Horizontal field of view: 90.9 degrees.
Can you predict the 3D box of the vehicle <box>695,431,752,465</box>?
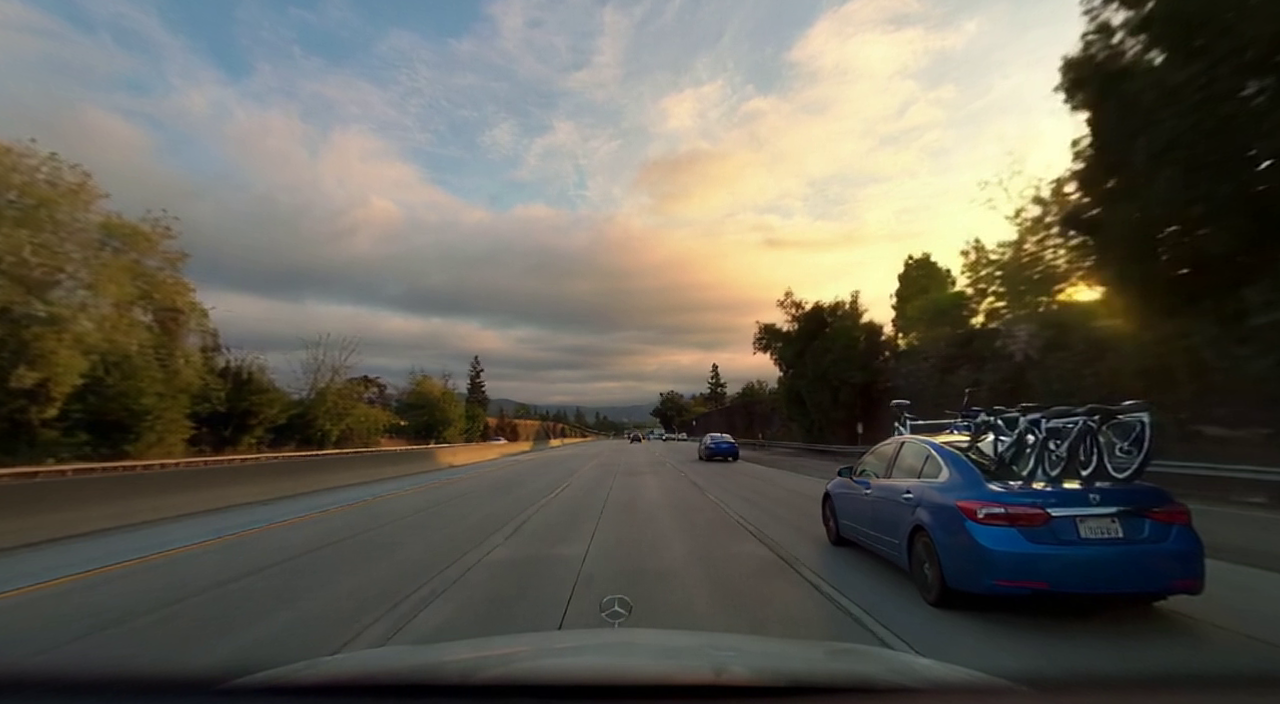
[{"bbox_3d":[3.721,4.371,28.867,1.911,1.449,3.776,0,-8,-3],"label":"vehicle"}]
